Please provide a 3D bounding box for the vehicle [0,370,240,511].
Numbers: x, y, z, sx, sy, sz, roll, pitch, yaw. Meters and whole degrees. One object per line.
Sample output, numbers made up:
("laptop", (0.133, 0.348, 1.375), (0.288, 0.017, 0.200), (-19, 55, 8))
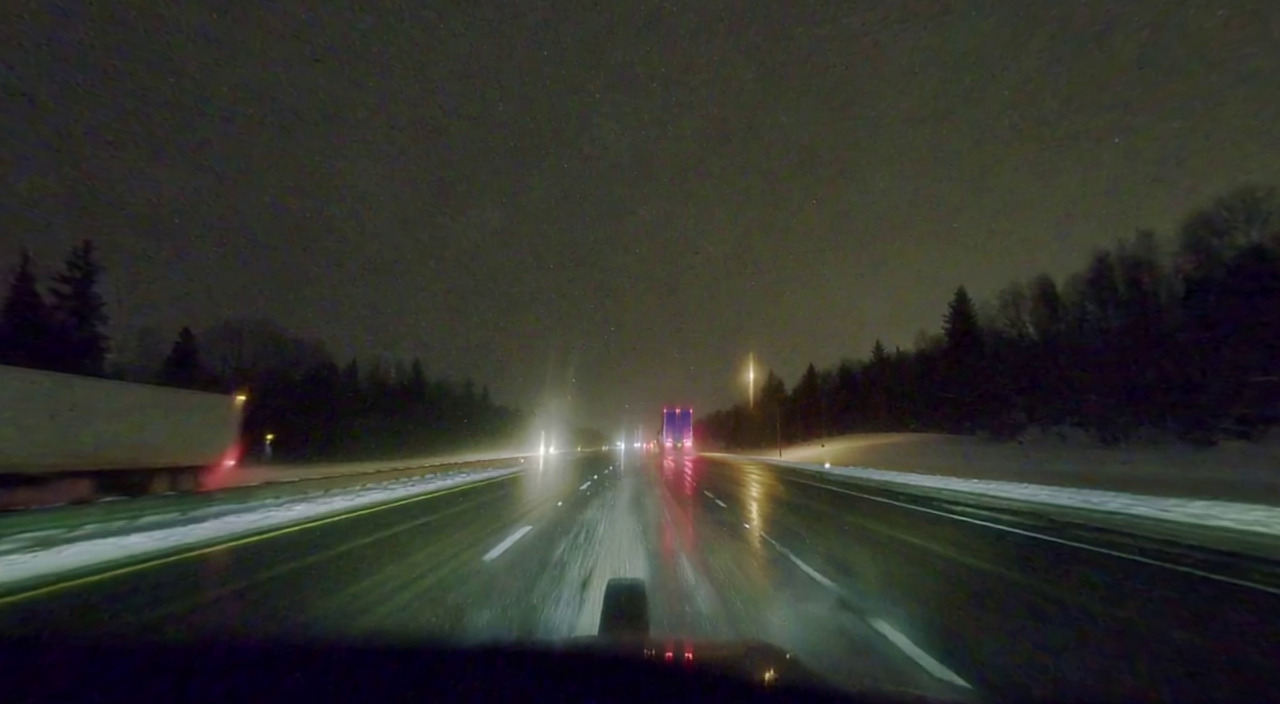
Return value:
("vehicle", (-18.878, 3.197, 22.604), (2.976, 4.034, 8.952), (0, -9, 0))
